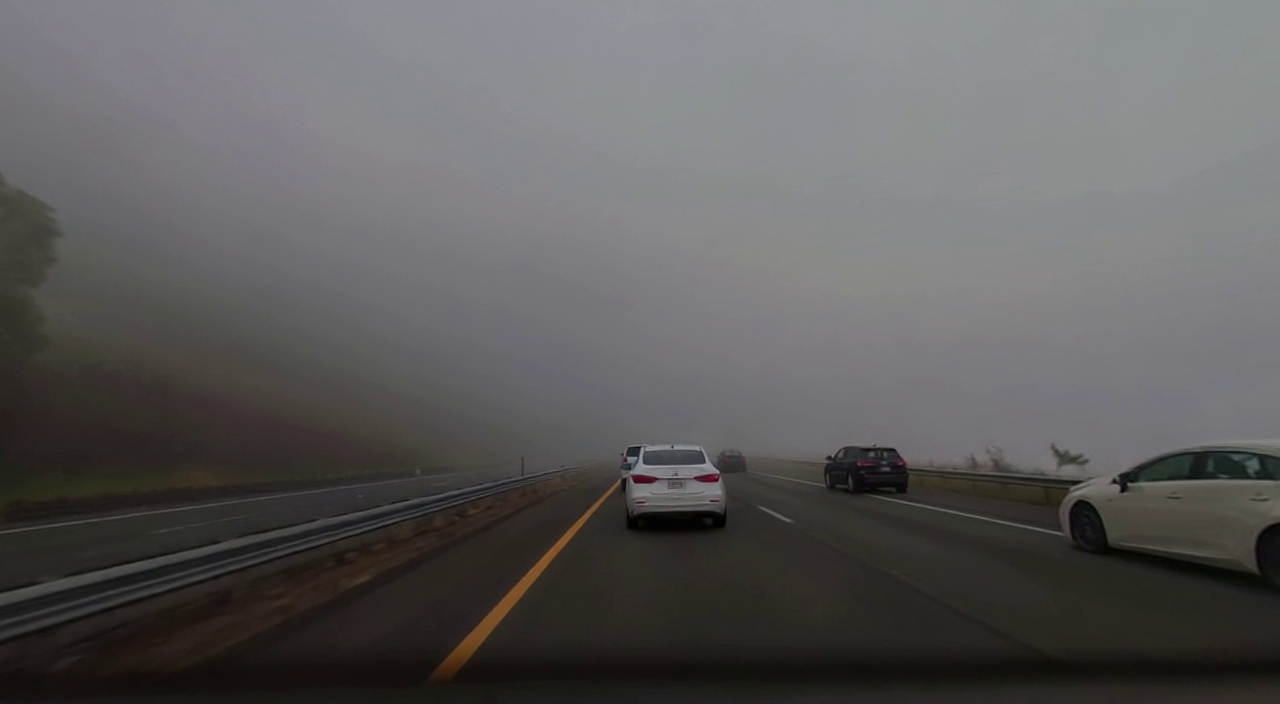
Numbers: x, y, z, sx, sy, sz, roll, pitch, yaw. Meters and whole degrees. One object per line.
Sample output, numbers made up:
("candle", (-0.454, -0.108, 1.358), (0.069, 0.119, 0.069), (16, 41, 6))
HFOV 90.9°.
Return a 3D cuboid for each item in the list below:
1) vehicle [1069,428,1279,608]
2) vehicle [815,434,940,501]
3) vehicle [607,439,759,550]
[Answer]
("vehicle", (6.351, 1.464, 5.767), (1.965, 1.484, 4.090), (0, -9, 0))
("vehicle", (6.772, 3.338, 18.525), (1.980, 1.702, 4.235), (0, -9, 0))
("vehicle", (0.577, 2.258, 10.569), (2.076, 1.485, 3.774), (0, -9, 0))
